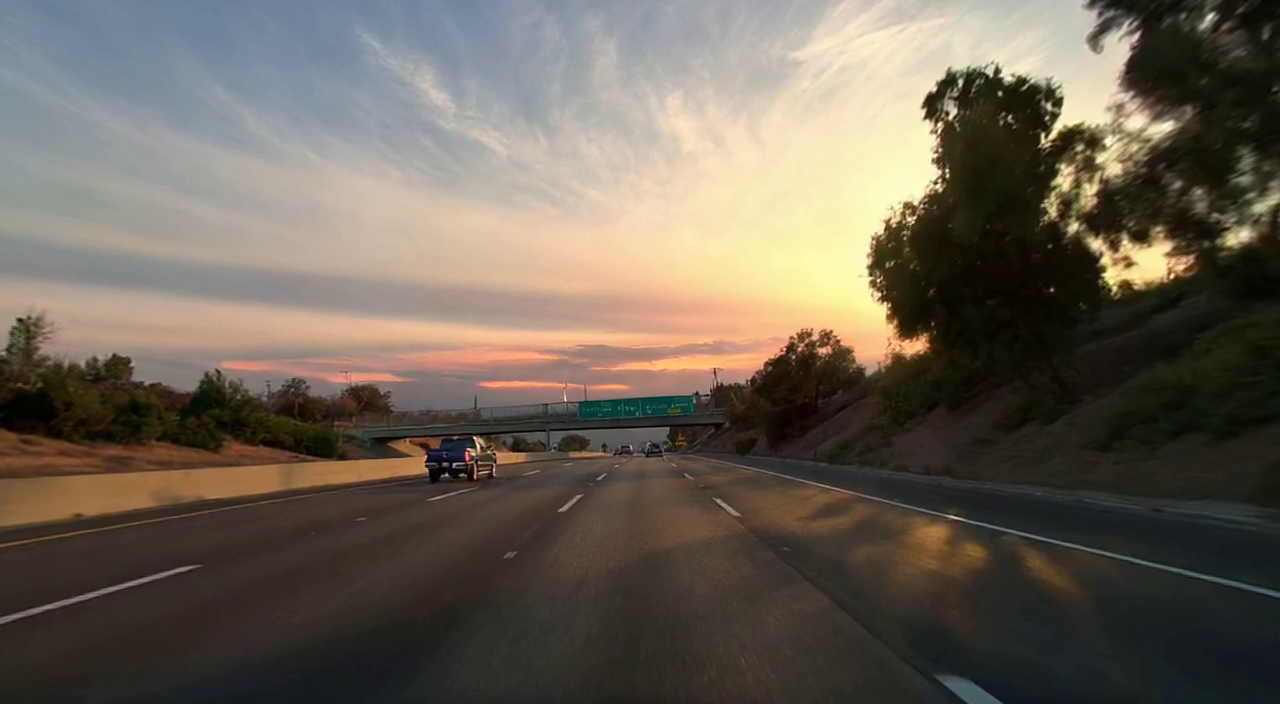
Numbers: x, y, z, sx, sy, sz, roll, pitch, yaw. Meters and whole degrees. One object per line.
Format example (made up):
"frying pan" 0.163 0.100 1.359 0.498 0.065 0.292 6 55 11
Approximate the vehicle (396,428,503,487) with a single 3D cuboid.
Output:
"vehicle" -6.874 3.903 23.509 2.260 1.917 5.499 0 -9 0
